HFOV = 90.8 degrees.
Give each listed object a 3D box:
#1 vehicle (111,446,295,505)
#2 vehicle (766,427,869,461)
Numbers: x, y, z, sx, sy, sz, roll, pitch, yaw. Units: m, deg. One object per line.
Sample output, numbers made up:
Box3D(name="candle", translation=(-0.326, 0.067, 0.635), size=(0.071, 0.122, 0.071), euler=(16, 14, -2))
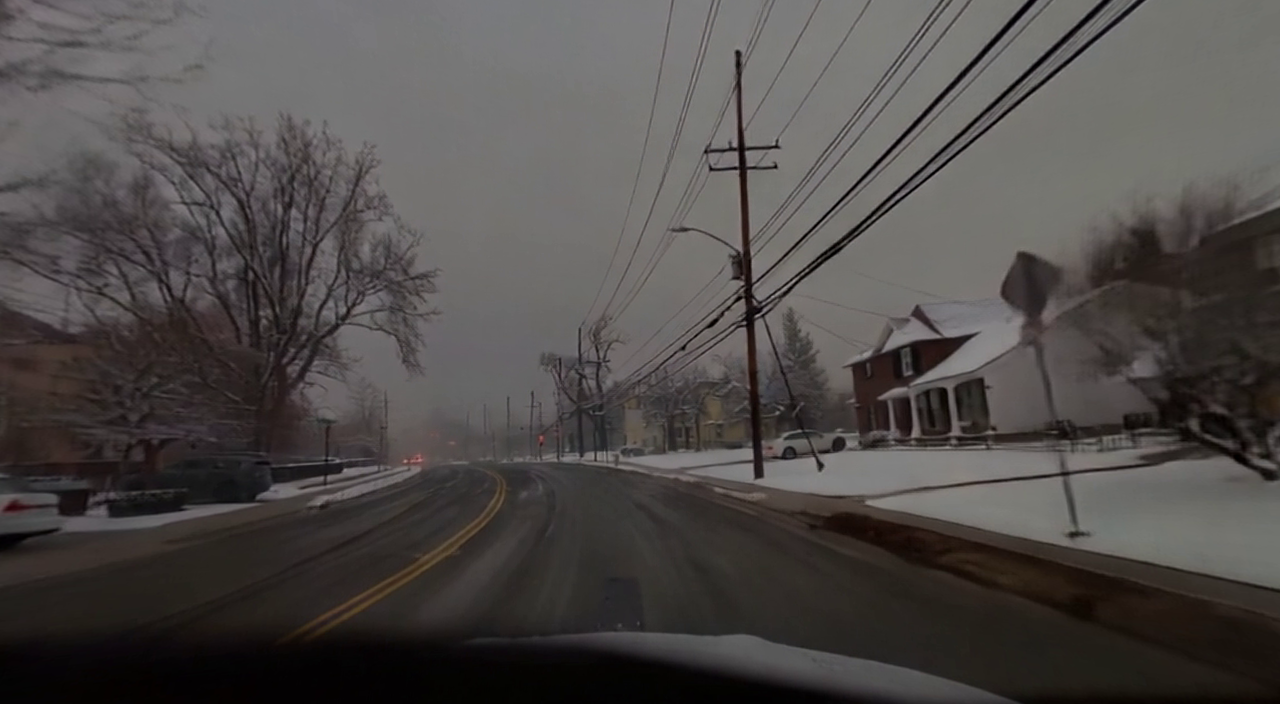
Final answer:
Box3D(name="vehicle", translation=(-13.880, 3.906, 20.272), size=(4.321, 1.772, 2.161), euler=(-1, -8, 4))
Box3D(name="vehicle", translation=(8.786, 4.588, 31.614), size=(4.566, 1.623, 1.906), euler=(-1, -8, 2))
